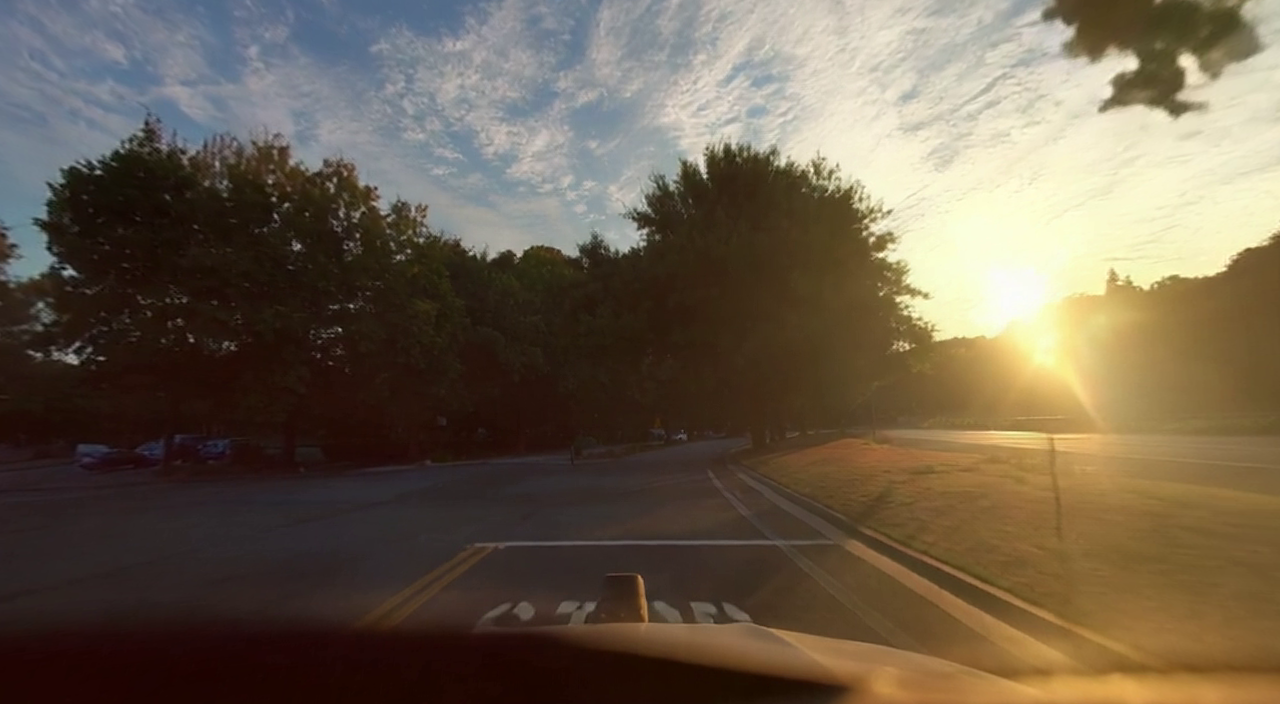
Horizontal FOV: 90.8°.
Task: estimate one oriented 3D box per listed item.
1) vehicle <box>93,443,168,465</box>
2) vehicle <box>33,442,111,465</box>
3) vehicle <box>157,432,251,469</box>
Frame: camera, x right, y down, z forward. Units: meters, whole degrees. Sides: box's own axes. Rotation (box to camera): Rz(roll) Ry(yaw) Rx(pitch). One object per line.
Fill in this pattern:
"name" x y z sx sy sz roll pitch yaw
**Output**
"vehicle" -39.187 7.836 48.634 4.258 1.584 1.843 -1 -9 5
"vehicle" -44.216 7.904 49.227 4.229 1.674 1.996 -1 -9 4
"vehicle" -27.821 6.265 40.391 4.733 1.892 1.939 -4 -4 3
